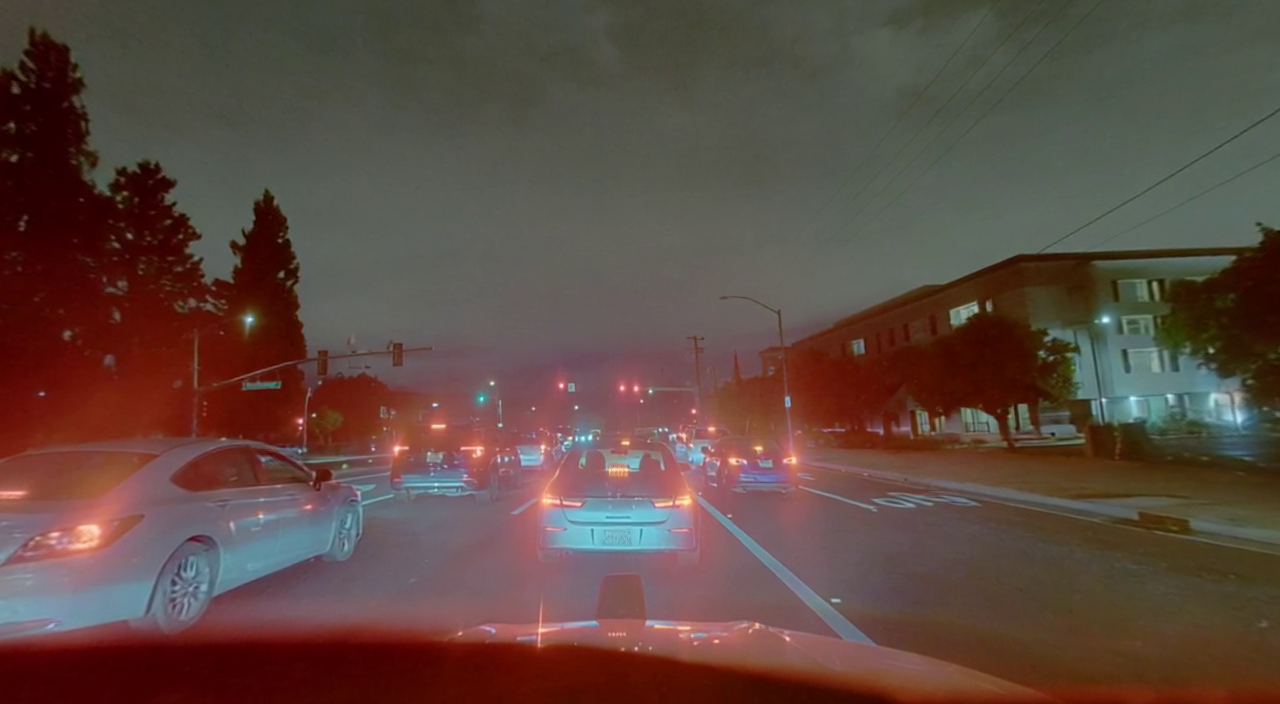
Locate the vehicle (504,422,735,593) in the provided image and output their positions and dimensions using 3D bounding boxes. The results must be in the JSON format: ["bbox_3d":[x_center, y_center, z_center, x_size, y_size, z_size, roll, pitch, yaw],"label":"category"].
[{"bbox_3d":[-0.234,1.658,7.616,2.007,1.467,4.059,0,-8,-2],"label":"vehicle"}]

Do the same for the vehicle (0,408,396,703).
[{"bbox_3d":[-3.862,1.329,5.263,1.985,1.467,4.224,0,-9,-1],"label":"vehicle"}]

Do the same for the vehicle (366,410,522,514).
[{"bbox_3d":[-4.032,2.348,13.912,2.054,1.881,4.469,0,-8,-1],"label":"vehicle"}]

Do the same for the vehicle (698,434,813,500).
[{"bbox_3d":[2.804,2.901,16.420,1.978,1.452,4.381,0,-8,-3],"label":"vehicle"}]
